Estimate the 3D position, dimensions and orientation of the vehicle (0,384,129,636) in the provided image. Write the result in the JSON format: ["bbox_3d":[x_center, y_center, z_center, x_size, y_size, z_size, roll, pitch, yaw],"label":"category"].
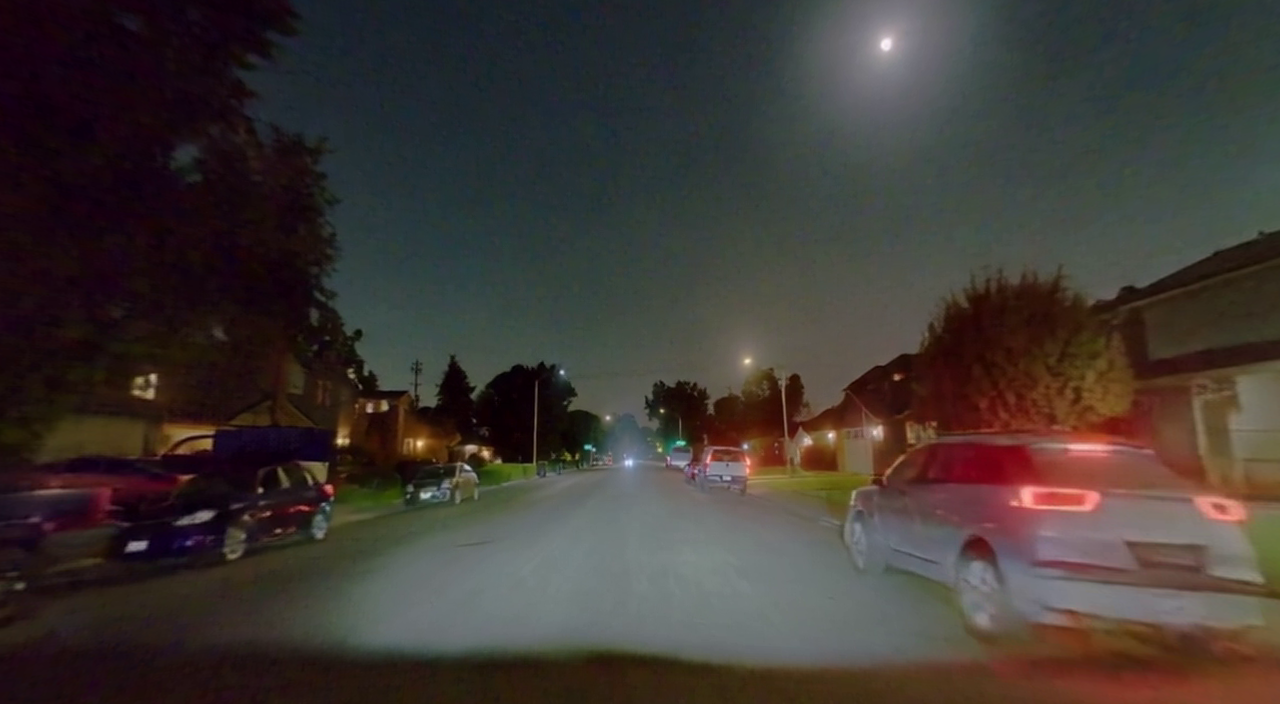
[{"bbox_3d":[-6.874,1.121,4.086,2.408,2.201,5.646,-1,-11,-2],"label":"vehicle"}]

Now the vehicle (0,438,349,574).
[{"bbox_3d":[-6.926,2.433,10.180,1.905,1.602,4.974,-2,-13,2],"label":"vehicle"}]

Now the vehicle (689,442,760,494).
[{"bbox_3d":[3.248,4.590,25.397,2.262,1.870,4.948,0,-8,1],"label":"vehicle"}]

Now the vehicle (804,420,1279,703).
[{"bbox_3d":[3.162,1.526,5.852,2.050,1.598,4.590,0,-8,0],"label":"vehicle"}]

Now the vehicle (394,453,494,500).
[{"bbox_3d":[-6.871,4.552,22.643,2.071,1.481,4.425,-1,-13,2],"label":"vehicle"}]
